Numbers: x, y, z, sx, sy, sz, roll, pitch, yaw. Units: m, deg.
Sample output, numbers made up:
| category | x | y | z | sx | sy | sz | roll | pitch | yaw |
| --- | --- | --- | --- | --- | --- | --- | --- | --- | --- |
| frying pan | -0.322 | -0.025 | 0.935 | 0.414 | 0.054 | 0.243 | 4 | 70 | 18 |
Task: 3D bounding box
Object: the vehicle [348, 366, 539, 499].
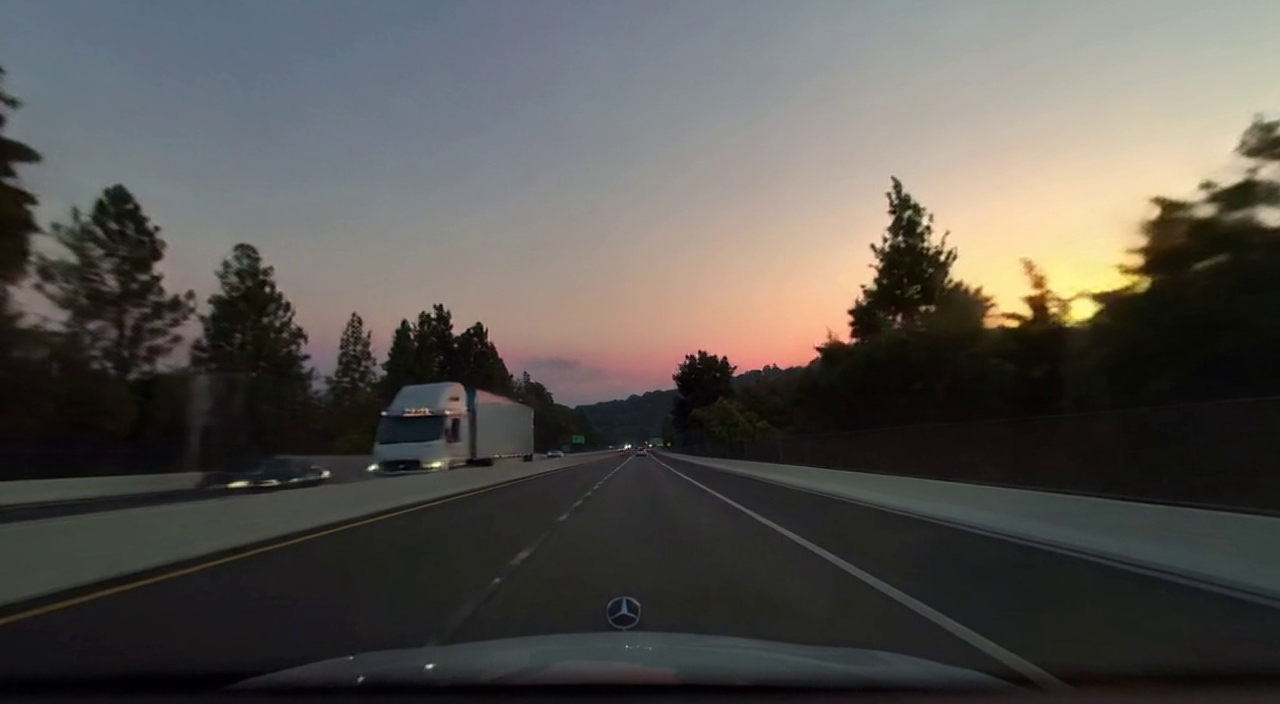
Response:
| category | x | y | z | sx | sy | sz | roll | pitch | yaw |
| --- | --- | --- | --- | --- | --- | --- | --- | --- | --- |
| vehicle | -6.640 | 3.347 | 24.890 | 2.939 | 3.731 | 14.269 | 0 | -9 | 0 |
